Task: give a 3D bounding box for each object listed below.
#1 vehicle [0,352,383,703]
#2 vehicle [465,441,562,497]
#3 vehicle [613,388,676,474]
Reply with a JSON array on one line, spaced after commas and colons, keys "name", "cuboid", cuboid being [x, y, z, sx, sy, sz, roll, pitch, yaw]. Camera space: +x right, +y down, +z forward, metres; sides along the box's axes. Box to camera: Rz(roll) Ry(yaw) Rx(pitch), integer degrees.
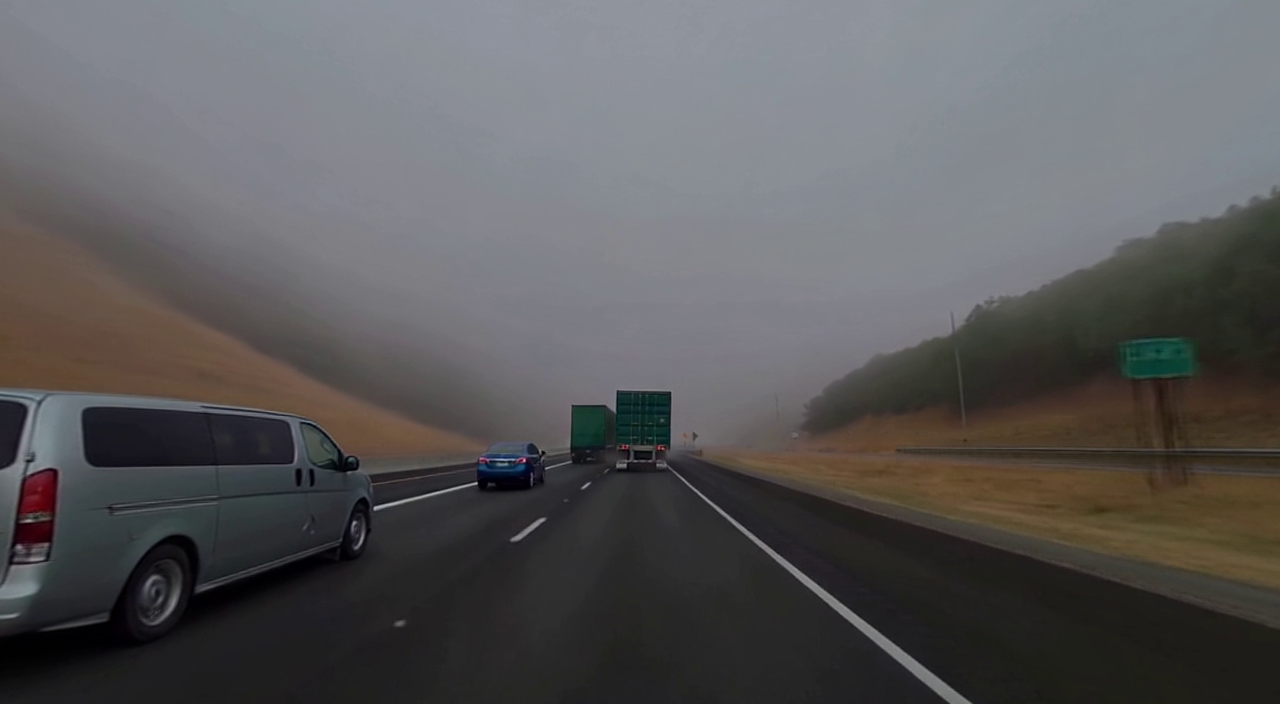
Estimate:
[{"name": "vehicle", "cuboid": [-4.165, 1.176, 4.967, 2.136, 1.779, 4.875, 0, -8, 1]}, {"name": "vehicle", "cuboid": [-3.585, 3.391, 18.702, 1.950, 1.446, 4.224, 0, -8, 1]}, {"name": "vehicle", "cuboid": [0.339, 4.447, 34.852, 2.913, 3.988, 10.874, 0, -8, 1]}]
